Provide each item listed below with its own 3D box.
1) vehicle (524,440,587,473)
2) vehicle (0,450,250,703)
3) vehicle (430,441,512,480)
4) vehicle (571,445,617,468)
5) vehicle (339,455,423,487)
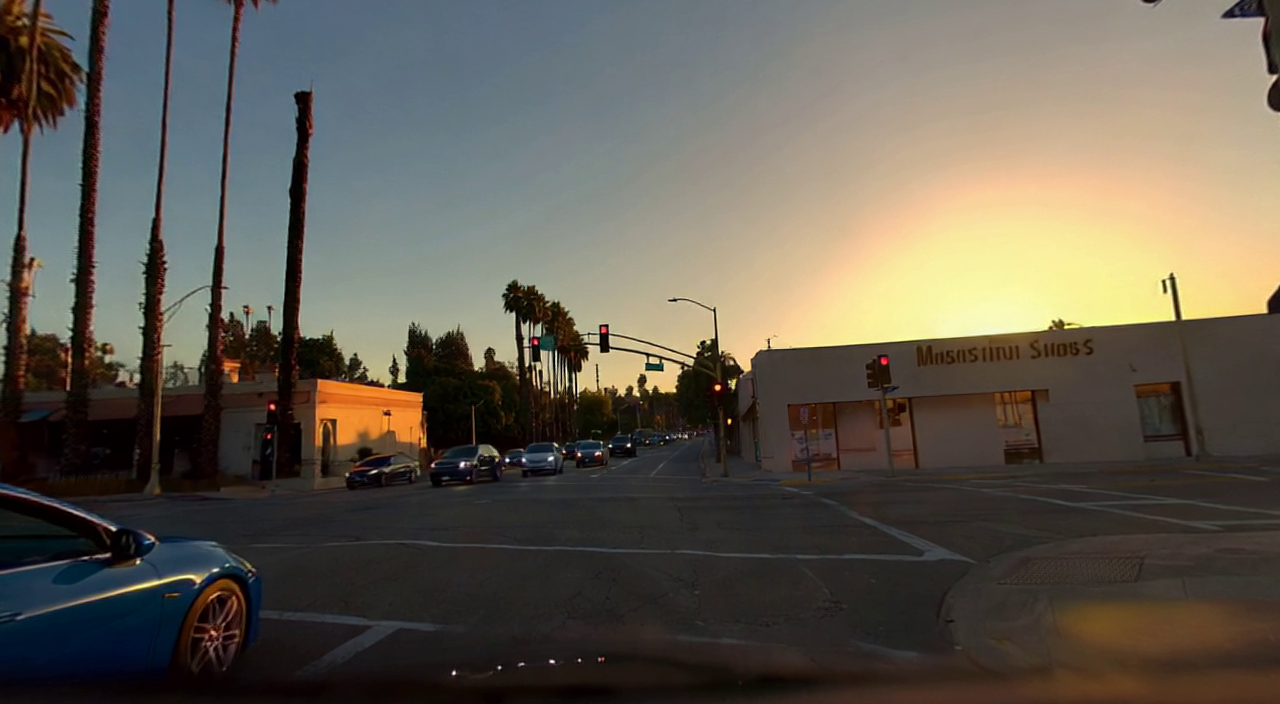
[{"bbox_3d":[-4.690,5.942,36.012,2.092,1.709,4.775,-2,-9,11],"label":"vehicle"},{"bbox_3d":[-3.688,1.025,2.261,1.850,1.325,4.295,0,-9,0],"label":"vehicle"},{"bbox_3d":[-8.788,5.683,33.392,2.152,1.825,5.406,-1,-9,8],"label":"vehicle"},{"bbox_3d":[-3.137,7.234,43.973,1.839,1.468,4.549,-2,-9,14],"label":"vehicle"},{"bbox_3d":[-12.843,5.912,31.645,1.880,1.440,4.418,-1,-9,7],"label":"vehicle"}]
